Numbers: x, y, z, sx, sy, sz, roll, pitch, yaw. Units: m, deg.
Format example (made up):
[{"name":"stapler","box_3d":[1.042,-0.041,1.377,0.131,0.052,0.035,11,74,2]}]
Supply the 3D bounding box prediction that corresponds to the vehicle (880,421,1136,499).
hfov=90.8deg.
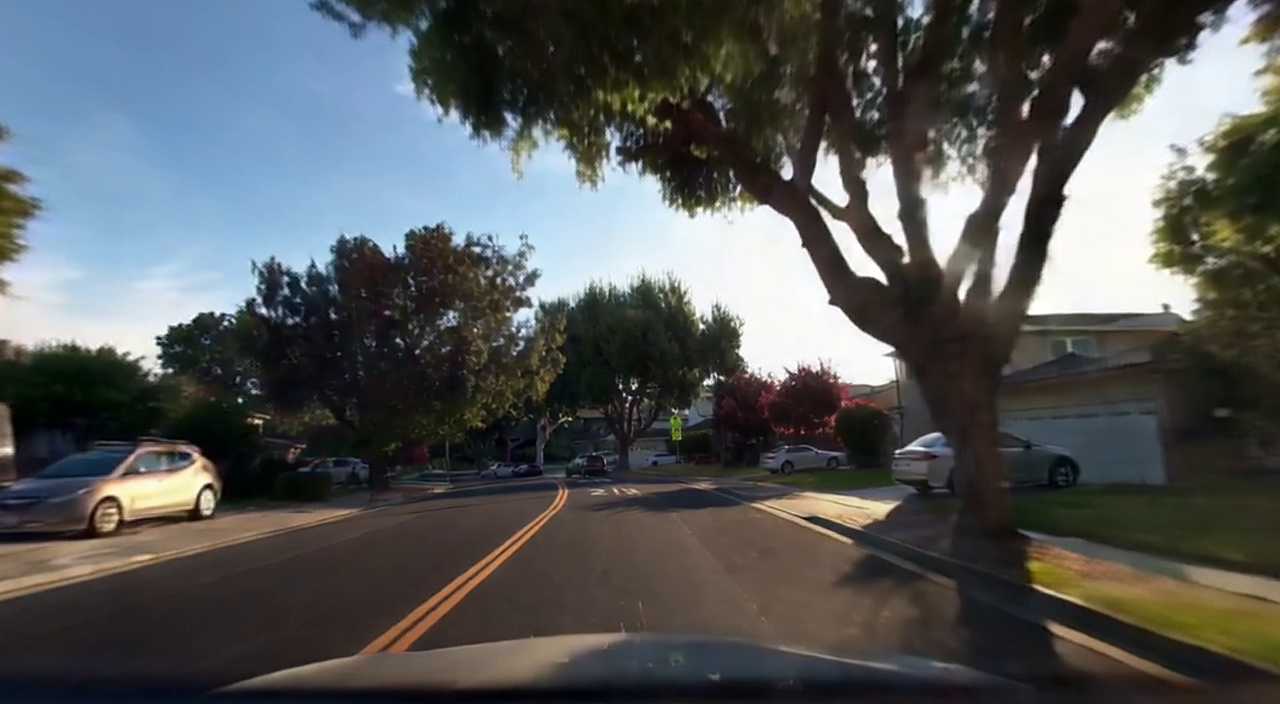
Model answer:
[{"name":"vehicle","box_3d":[9.270,2.665,16.006,5.751,1.733,2.138,2,-9,-17]}]

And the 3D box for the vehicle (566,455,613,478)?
[{"name":"vehicle","box_3d":[-3.844,8.476,46.993,2.181,1.494,5.023,3,-9,-20]}]

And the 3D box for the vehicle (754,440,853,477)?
[{"name":"vehicle","box_3d":[8.056,5.226,31.193,4.284,1.522,1.893,0,-8,-19]}]

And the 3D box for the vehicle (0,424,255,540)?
[{"name":"vehicle","box_3d":[-10.276,2.522,13.031,2.073,1.899,4.869,1,-8,-7]}]
